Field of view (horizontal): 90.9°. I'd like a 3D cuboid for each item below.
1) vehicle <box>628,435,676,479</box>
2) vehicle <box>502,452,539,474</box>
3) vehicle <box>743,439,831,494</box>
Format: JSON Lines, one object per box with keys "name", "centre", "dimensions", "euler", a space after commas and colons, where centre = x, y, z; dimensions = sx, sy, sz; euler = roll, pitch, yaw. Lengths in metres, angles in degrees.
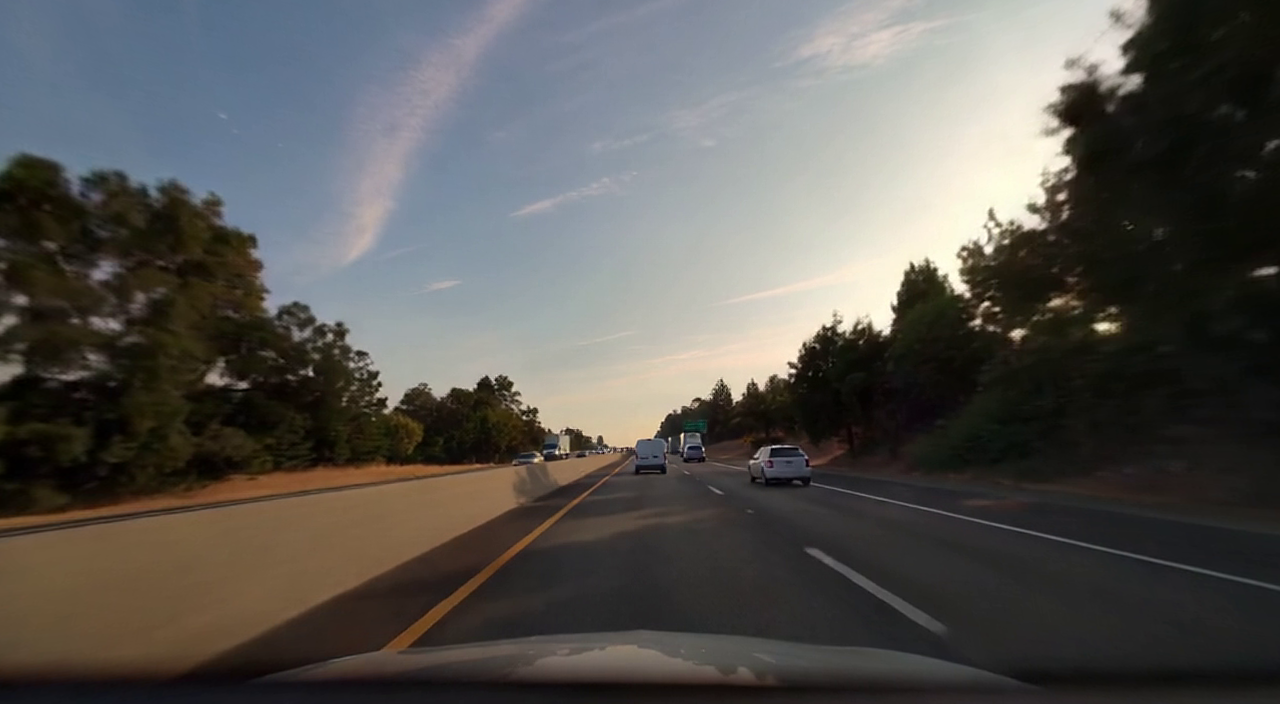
{"name": "vehicle", "centre": [0.528, 5.031, 30.400], "dimensions": [2.143, 1.925, 4.101], "euler": [0, -9, 0]}
{"name": "vehicle", "centre": [-8.552, 7.962, 45.389], "dimensions": [1.884, 1.486, 3.974], "euler": [0, -9, 1]}
{"name": "vehicle", "centre": [4.584, 3.609, 20.189], "dimensions": [1.868, 1.566, 3.509], "euler": [0, -9, -1]}
